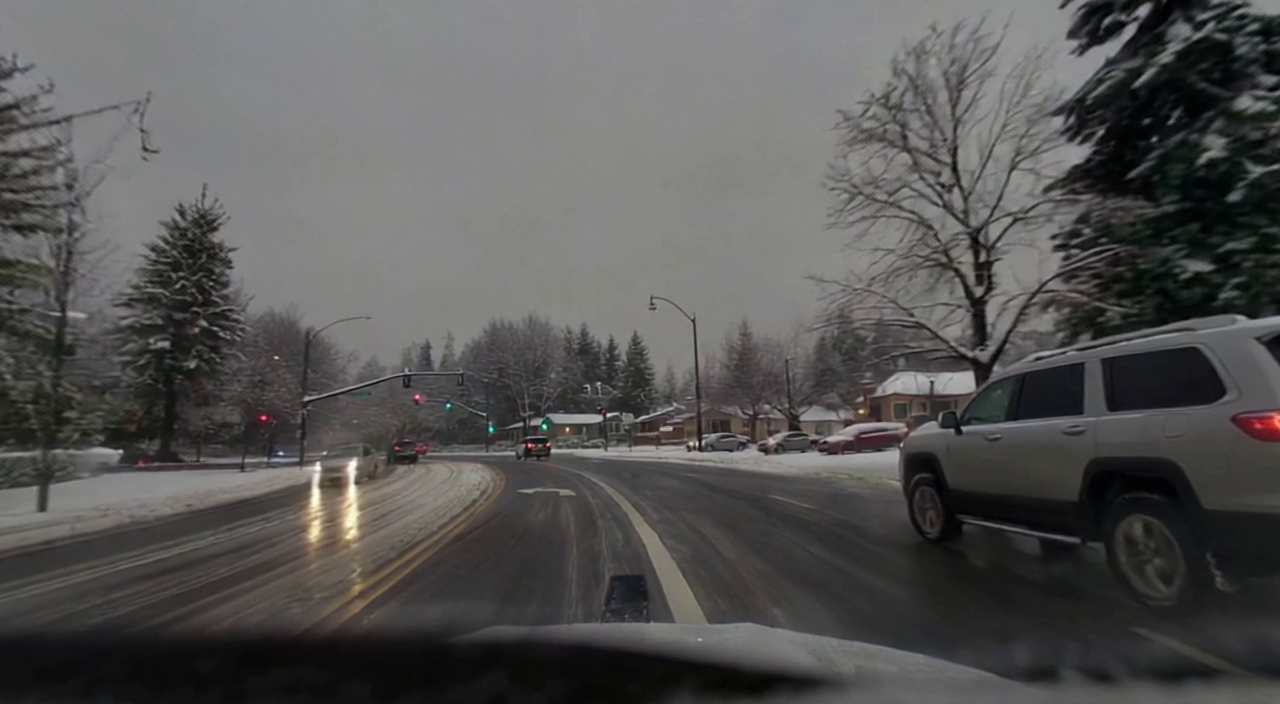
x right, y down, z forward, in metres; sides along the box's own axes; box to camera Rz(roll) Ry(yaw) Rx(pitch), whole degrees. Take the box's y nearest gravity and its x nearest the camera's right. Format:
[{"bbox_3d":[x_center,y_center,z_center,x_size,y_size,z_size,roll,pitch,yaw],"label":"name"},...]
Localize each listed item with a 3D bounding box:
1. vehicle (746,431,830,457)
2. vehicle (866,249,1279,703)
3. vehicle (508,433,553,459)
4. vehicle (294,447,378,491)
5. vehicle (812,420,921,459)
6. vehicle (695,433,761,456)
[{"bbox_3d":[8.784,5.460,37.500,4.426,1.461,1.996,2,-9,-20],"label":"vehicle"},{"bbox_3d":[4.051,0.897,5.107,2.338,2.063,5.592,-1,-8,0],"label":"vehicle"},{"bbox_3d":[-7.942,6.784,45.308,2.138,1.729,4.178,3,-9,-25],"label":"vehicle"},{"bbox_3d":[-11.417,4.358,23.997,2.090,1.446,4.483,1,-9,-16],"label":"vehicle"},{"bbox_3d":[11.343,4.405,31.665,4.656,1.710,1.950,-1,-9,-12],"label":"vehicle"},{"bbox_3d":[6.286,6.624,45.349,4.169,1.527,2.053,2,-9,-18],"label":"vehicle"}]
